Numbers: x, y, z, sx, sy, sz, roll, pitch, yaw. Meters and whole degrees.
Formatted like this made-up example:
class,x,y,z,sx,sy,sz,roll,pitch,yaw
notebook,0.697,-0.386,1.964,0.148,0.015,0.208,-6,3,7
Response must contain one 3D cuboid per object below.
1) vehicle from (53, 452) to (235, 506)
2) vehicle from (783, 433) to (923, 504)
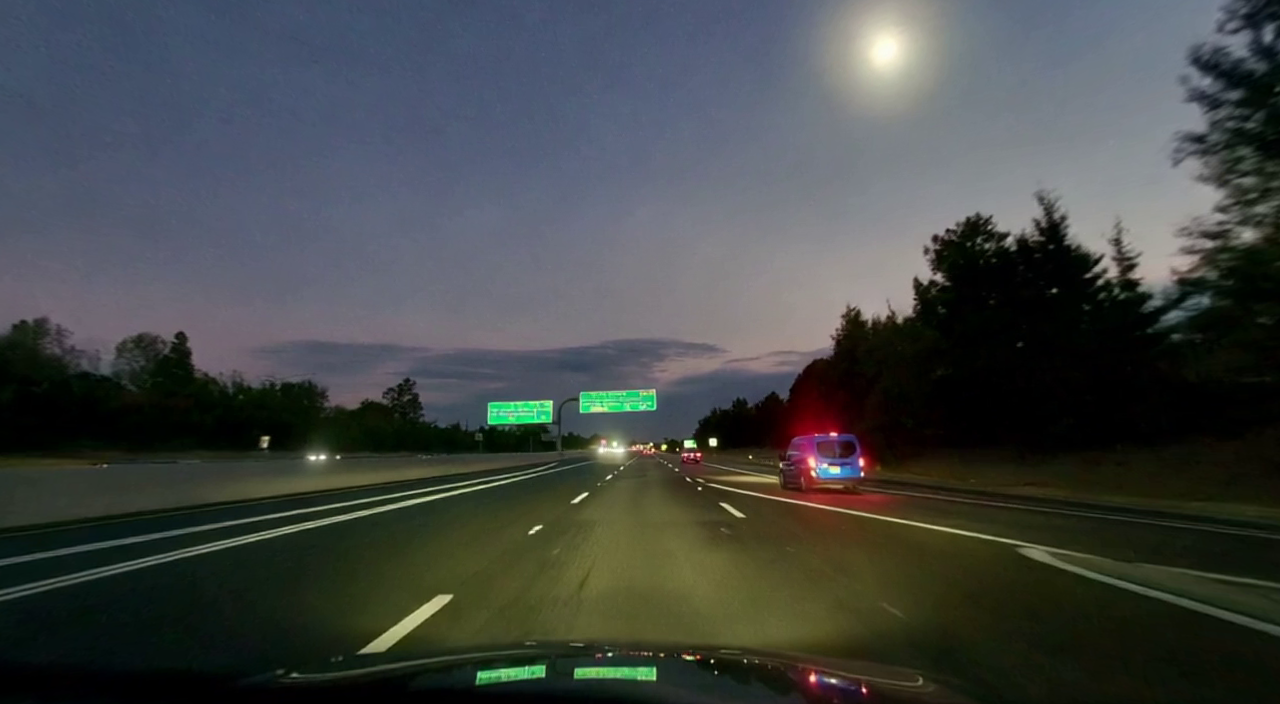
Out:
class,x,y,z,sx,sy,sz,roll,pitch,yaw
vehicle,-15.279,3.898,19.850,1.903,1.486,4.666,0,-9,1
vehicle,6.032,3.343,18.519,1.971,1.795,4.389,2,-9,-10
